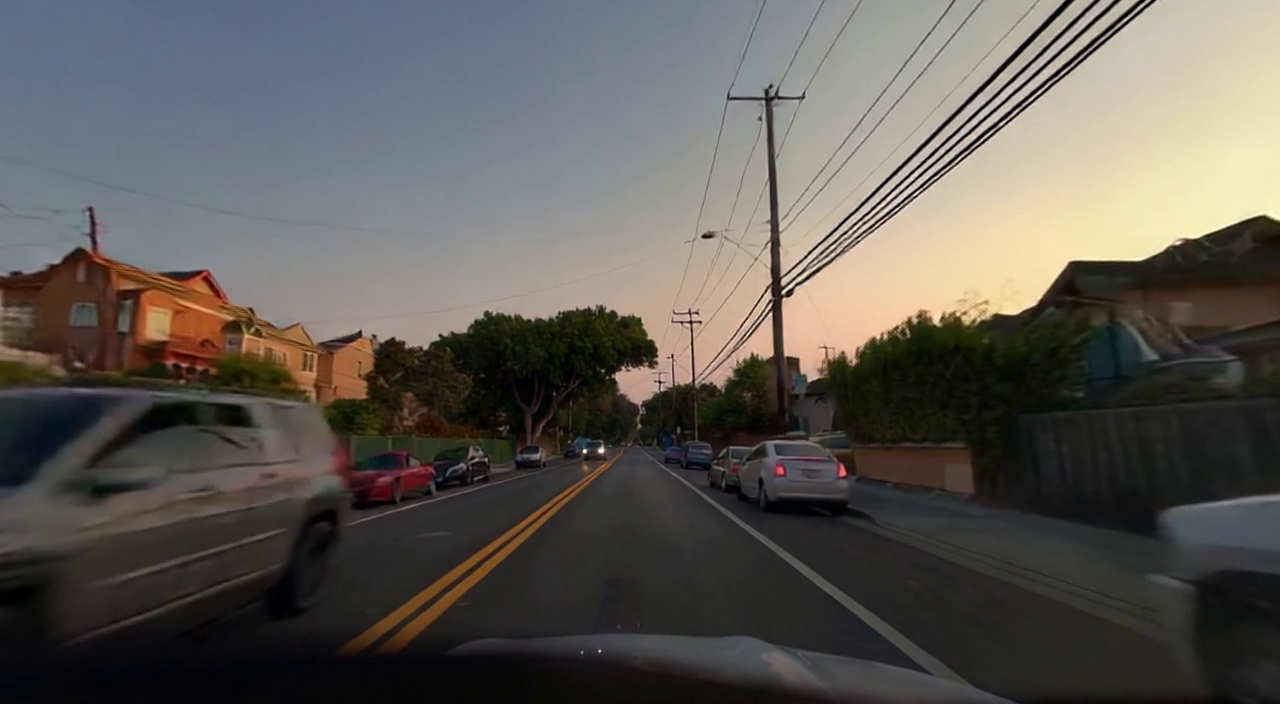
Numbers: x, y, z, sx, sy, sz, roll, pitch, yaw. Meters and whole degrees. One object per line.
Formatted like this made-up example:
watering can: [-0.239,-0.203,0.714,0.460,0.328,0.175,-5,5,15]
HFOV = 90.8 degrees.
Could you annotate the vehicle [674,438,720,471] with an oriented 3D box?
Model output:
vehicle: [3.183,5.868,36.467,2.031,1.762,4.749,0,-8,-2]

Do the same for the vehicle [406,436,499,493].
vehicle: [-6.819,4.100,23.567,2.014,1.817,4.639,-1,-7,0]

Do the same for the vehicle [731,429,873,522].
vehicle: [3.162,2.497,13.300,1.826,1.614,4.241,0,-9,0]

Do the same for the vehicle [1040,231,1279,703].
vehicle: [3.286,0.409,0.684,2.174,2.049,5.088,0,-8,-2]

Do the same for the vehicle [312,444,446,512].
vehicle: [-6.771,3.265,16.986,1.866,1.487,4.416,-1,-8,-2]

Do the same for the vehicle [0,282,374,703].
vehicle: [-3.576,0.859,3.432,2.194,1.935,4.807,0,-8,-1]

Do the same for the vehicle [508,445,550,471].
vehicle: [-7.090,6.790,40.711,1.843,1.589,4.416,0,-9,1]
